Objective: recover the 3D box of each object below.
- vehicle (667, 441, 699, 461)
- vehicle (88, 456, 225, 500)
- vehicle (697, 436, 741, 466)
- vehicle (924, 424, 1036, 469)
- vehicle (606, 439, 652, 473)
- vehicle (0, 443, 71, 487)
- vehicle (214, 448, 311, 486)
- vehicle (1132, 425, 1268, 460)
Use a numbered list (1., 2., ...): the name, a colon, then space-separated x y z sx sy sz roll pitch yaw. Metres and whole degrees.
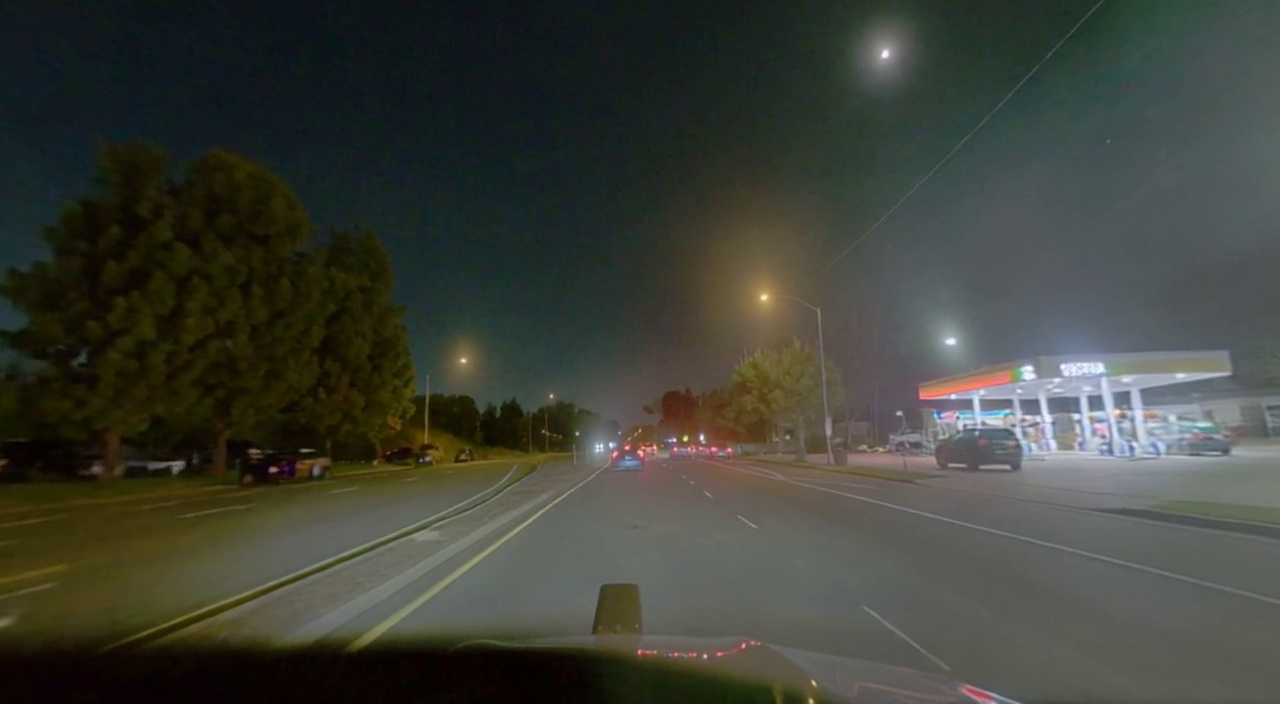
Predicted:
1. vehicle: 3.256 7.651 48.994 2.124 1.476 4.730 0 -8 0
2. vehicle: -18.806 4.881 24.892 1.797 1.461 4.536 0 -9 0
3. vehicle: 5.159 6.330 40.582 2.117 1.757 4.969 -2 -9 15
4. vehicle: 15.335 4.300 28.877 2.368 1.868 4.724 0 -8 -1
5. vehicle: -0.496 4.882 29.812 2.052 1.488 3.779 0 -8 0
6. vehicle: -31.810 5.638 31.632 4.384 2.079 2.066 0 -9 -3
7. vehicle: -18.816 5.712 31.780 2.004 1.758 4.594 0 -8 0
8. vehicle: 25.686 4.214 29.261 2.045 1.478 4.685 0 -8 0
